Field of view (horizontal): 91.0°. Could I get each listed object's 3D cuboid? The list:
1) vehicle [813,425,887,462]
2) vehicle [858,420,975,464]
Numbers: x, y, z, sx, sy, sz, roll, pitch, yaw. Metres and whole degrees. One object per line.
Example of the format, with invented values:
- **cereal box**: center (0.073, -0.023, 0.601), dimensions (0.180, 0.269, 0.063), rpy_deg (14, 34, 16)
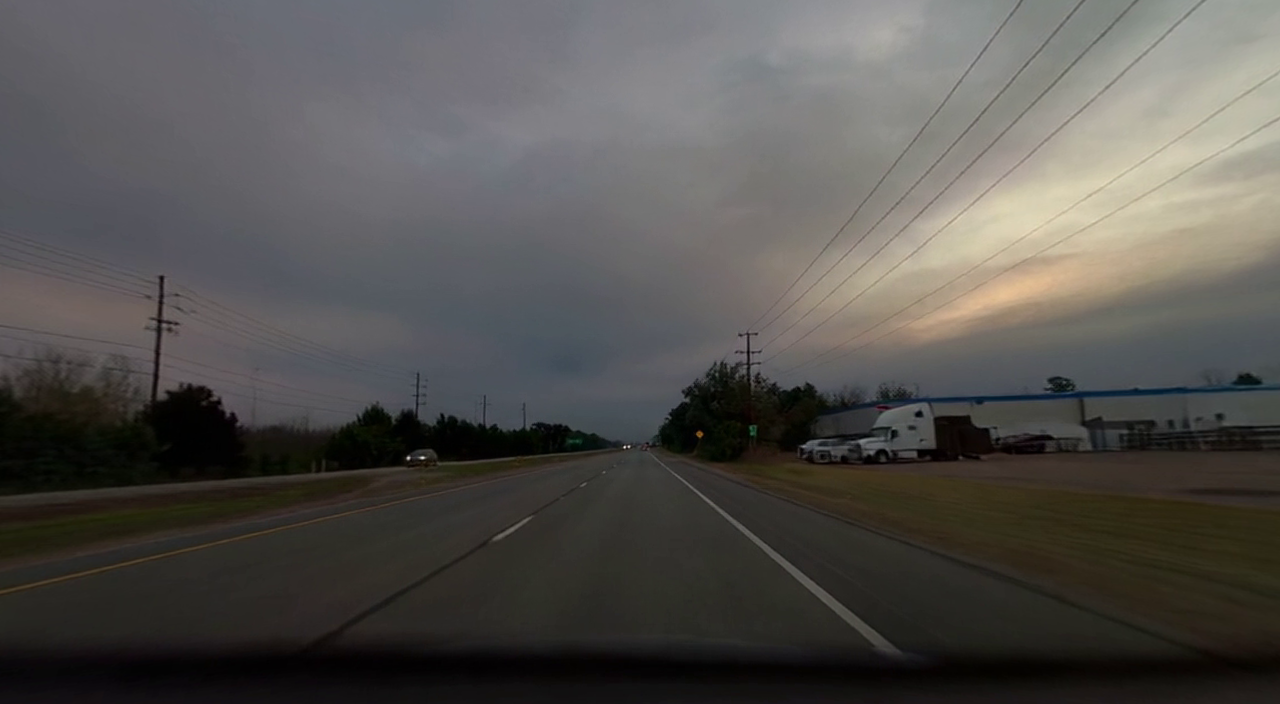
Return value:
- **vehicle**: center (15.662, 6.950, 47.586), dimensions (2.923, 2.494, 7.148), rpy_deg (-1, -8, -2)
- **vehicle**: center (15.848, 5.316, 37.009), dimensions (3.199, 2.263, 8.199), rpy_deg (0, -9, 0)
